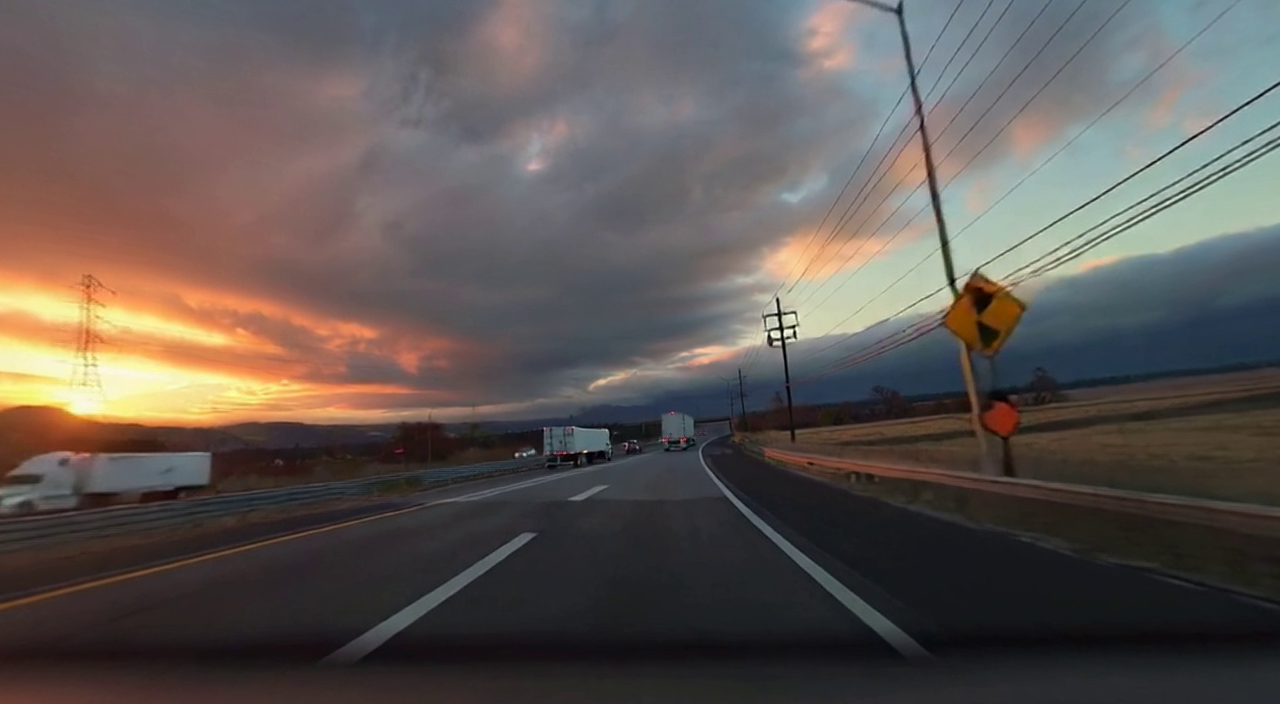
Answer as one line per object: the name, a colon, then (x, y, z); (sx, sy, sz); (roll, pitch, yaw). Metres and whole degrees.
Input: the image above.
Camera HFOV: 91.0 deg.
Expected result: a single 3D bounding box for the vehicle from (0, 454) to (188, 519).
vehicle: (-35.619, 8.534, 41.325); (2.909, 3.528, 10.201); (-1, -9, 10)
